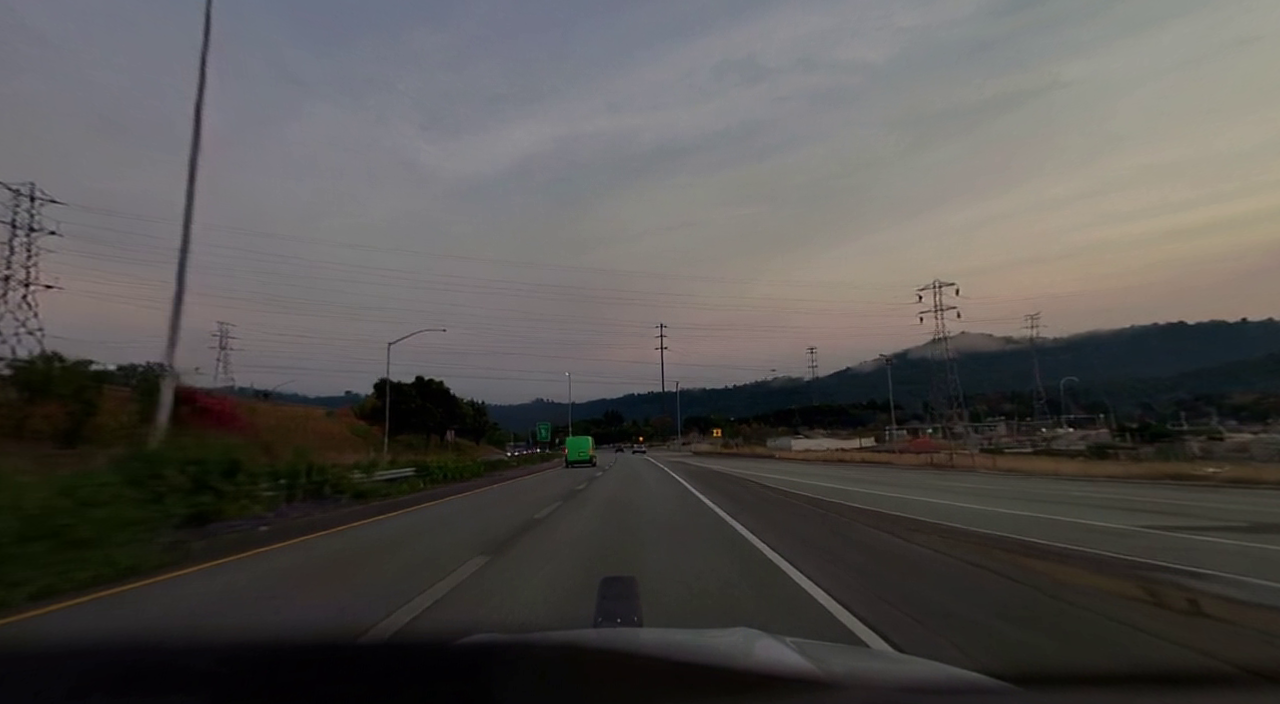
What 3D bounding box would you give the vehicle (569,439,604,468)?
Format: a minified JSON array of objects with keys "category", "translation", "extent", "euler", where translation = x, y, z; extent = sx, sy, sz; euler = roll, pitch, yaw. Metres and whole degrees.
[{"category":"vehicle","translation":[-3.896,7.463,46.437],"extent":[2.270,2.023,4.632],"euler":[0,-9,-2]}]
